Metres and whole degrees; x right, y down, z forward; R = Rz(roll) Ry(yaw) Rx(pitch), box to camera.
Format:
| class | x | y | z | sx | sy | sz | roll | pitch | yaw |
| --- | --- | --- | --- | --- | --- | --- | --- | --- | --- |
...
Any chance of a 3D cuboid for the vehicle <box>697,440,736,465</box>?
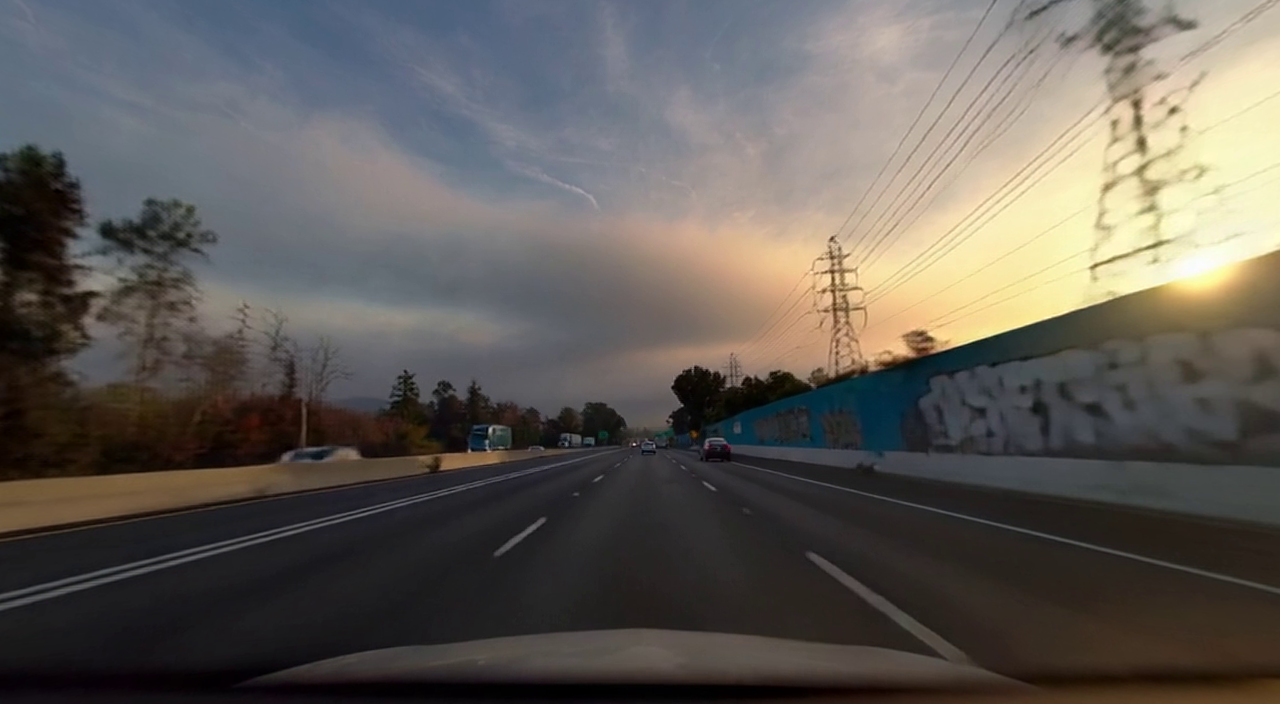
| class | x | y | z | sx | sy | sz | roll | pitch | yaw |
| --- | --- | --- | --- | --- | --- | --- | --- | --- | --- |
| vehicle | 4.863 | 6.448 | 40.591 | 1.991 | 1.494 | 3.951 | 0 | -8 | 0 |

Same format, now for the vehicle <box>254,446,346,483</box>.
| class | x | y | z | sx | sy | sz | roll | pitch | yaw |
| --- | --- | --- | --- | --- | --- | --- | --- | --- | --- |
| vehicle | -14.765 | 4.875 | 27.592 | 1.824 | 1.488 | 3.872 | 0 | -8 | 1 |
